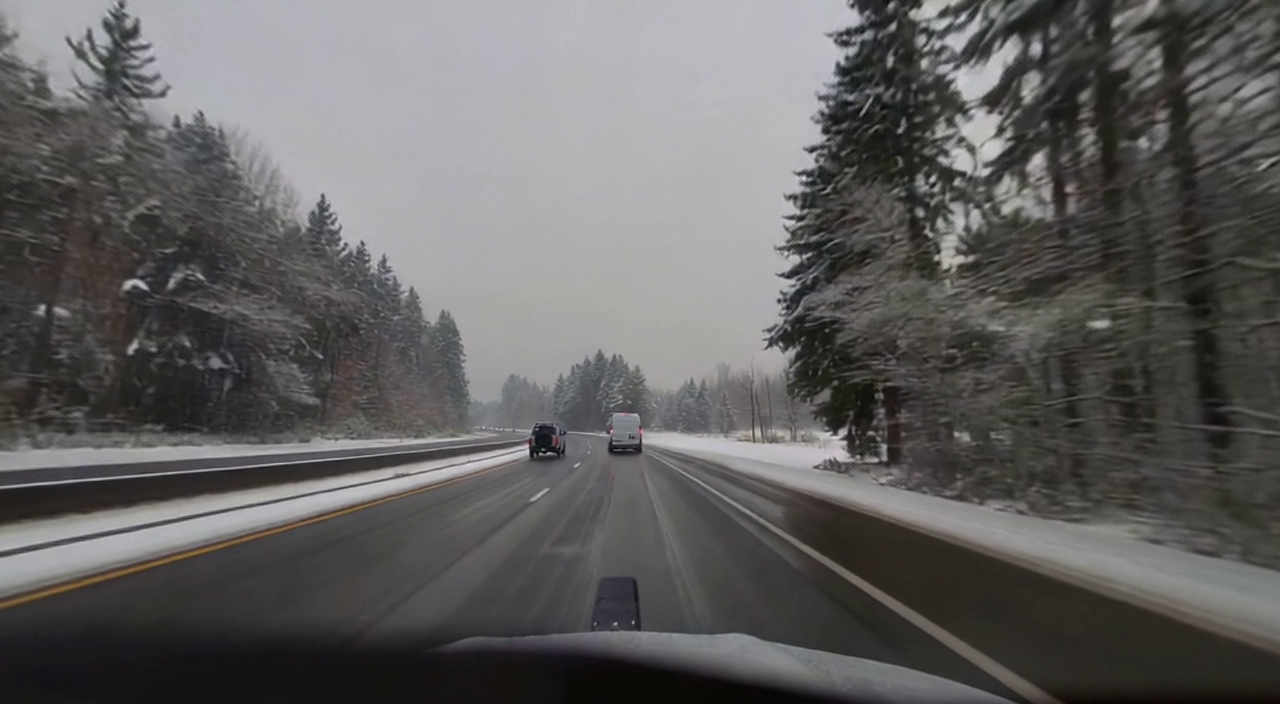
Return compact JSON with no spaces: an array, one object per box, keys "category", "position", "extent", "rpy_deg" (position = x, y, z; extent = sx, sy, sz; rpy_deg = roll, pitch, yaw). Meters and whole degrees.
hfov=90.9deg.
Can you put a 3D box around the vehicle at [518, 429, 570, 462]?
[{"category":"vehicle","position":[-4.986,4.930,33.362],"extent":[2.110,1.636,4.453],"rpy_deg":[0,-8,-1]}]

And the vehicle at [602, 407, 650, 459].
[{"category":"vehicle","position":[-0.928,4.940,38.383],"extent":[2.647,2.896,6.480],"rpy_deg":[0,-8,-3]}]
